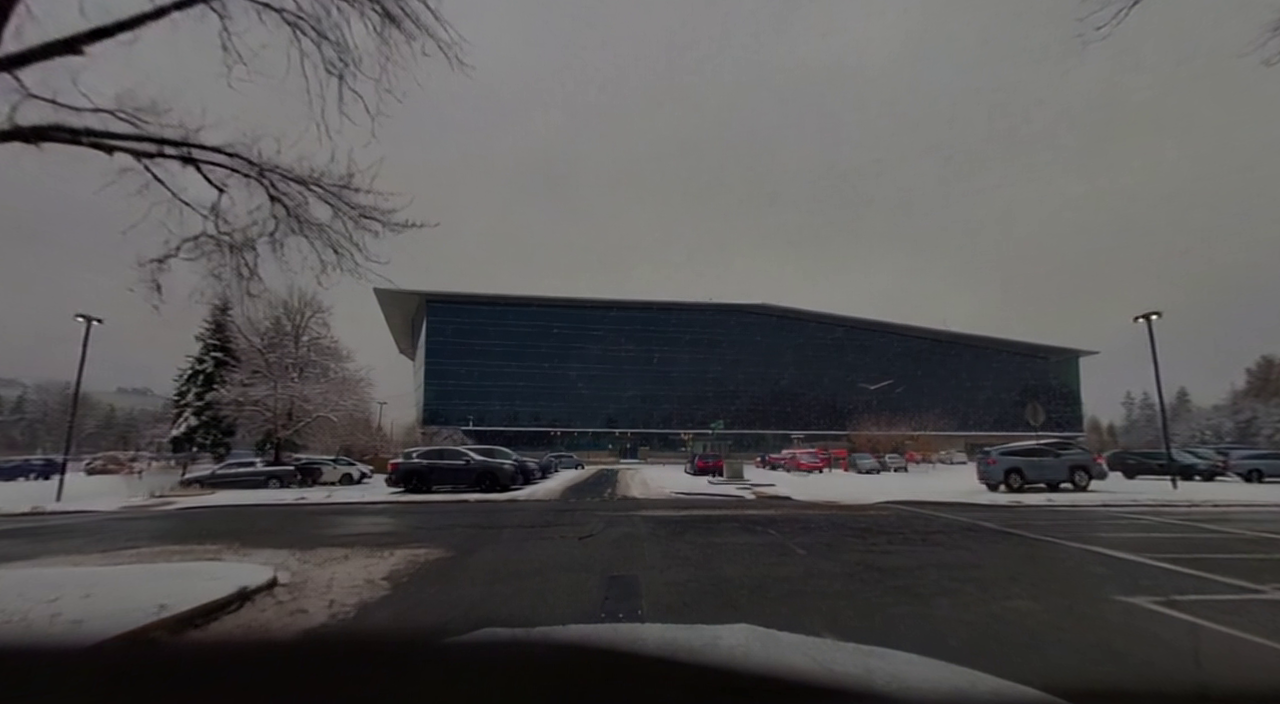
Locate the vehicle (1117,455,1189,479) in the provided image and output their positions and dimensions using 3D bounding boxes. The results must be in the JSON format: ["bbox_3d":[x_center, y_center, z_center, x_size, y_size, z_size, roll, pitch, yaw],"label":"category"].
[{"bbox_3d":[31.217,6.980,38.550,1.519,1.371,3.278,0,-8,-1],"label":"vehicle"}]

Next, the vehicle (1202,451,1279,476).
[{"bbox_3d":[36.970,6.774,38.453,1.678,1.423,4.191,0,-9,1],"label":"vehicle"}]

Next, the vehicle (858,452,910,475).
[{"bbox_3d":[17.096,7.809,44.504,1.971,1.478,4.477,0,-8,1],"label":"vehicle"}]

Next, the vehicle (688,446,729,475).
[{"bbox_3d":[4.551,7.282,42.791,2.262,1.794,5.331,0,-8,0],"label":"vehicle"}]

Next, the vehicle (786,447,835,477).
[{"bbox_3d":[10.532,6.785,39.271,1.936,1.673,4.305,0,-8,2],"label":"vehicle"}]

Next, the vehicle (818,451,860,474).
[{"bbox_3d":[14.173,7.879,45.199,1.935,1.477,3.719,0,-8,4],"label":"vehicle"}]

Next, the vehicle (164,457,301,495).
[{"bbox_3d":[-16.641,5.061,25.926,4.331,1.437,1.876,0,-8,3],"label":"vehicle"}]

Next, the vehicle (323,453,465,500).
[{"bbox_3d":[-8.700,4.356,22.464,4.442,1.504,1.809,4,-10,-28],"label":"vehicle"}]

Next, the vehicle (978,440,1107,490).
[{"bbox_3d":[16.486,4.613,26.298,2.048,1.852,4.998,0,-8,0],"label":"vehicle"}]
